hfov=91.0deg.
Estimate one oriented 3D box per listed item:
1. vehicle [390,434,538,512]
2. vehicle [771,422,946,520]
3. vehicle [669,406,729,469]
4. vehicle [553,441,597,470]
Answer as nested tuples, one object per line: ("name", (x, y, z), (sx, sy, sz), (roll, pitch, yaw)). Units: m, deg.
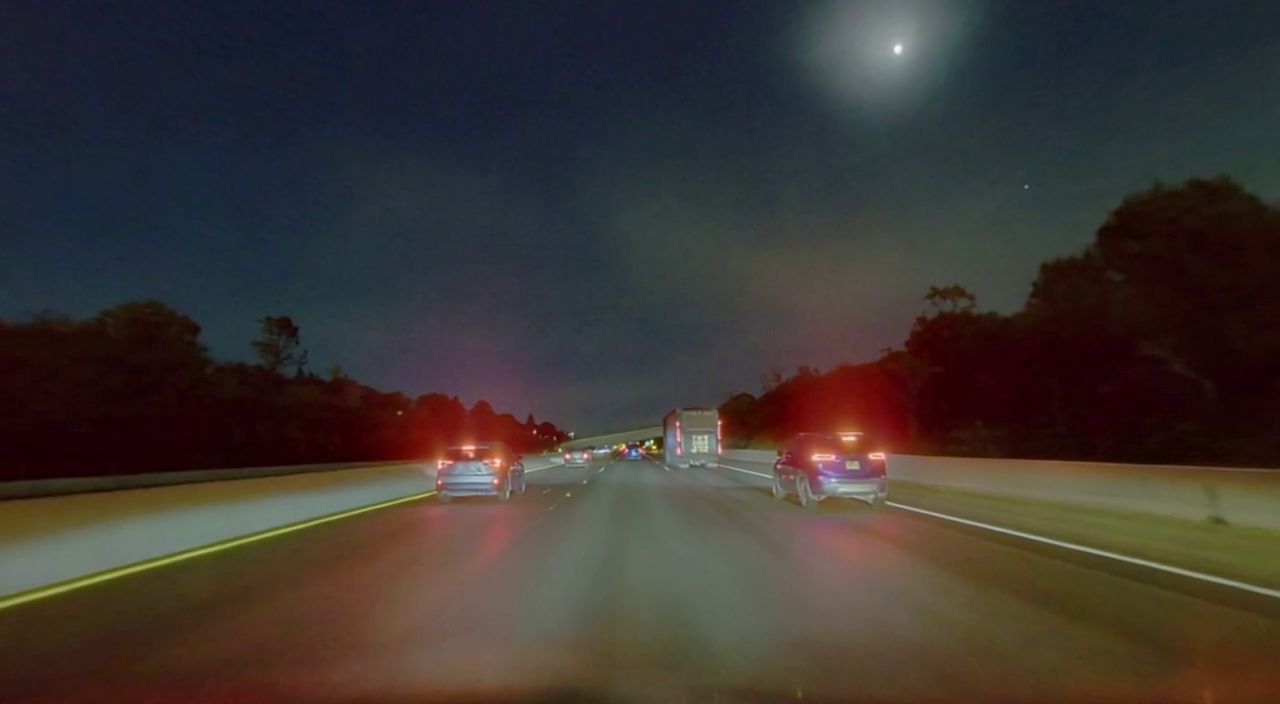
("vehicle", (-3.794, 2.683, 14.534), (2.122, 1.486, 4.532), (-1, -8, 0))
("vehicle", (4.134, 2.306, 12.740), (2.001, 1.625, 4.088), (0, -8, -1))
("vehicle", (3.669, 5.769, 42.072), (2.824, 3.585, 11.410), (-1, -8, -1))
("vehicle", (-3.565, 5.757, 35.096), (2.064, 1.479, 4.370), (0, -8, -1))
